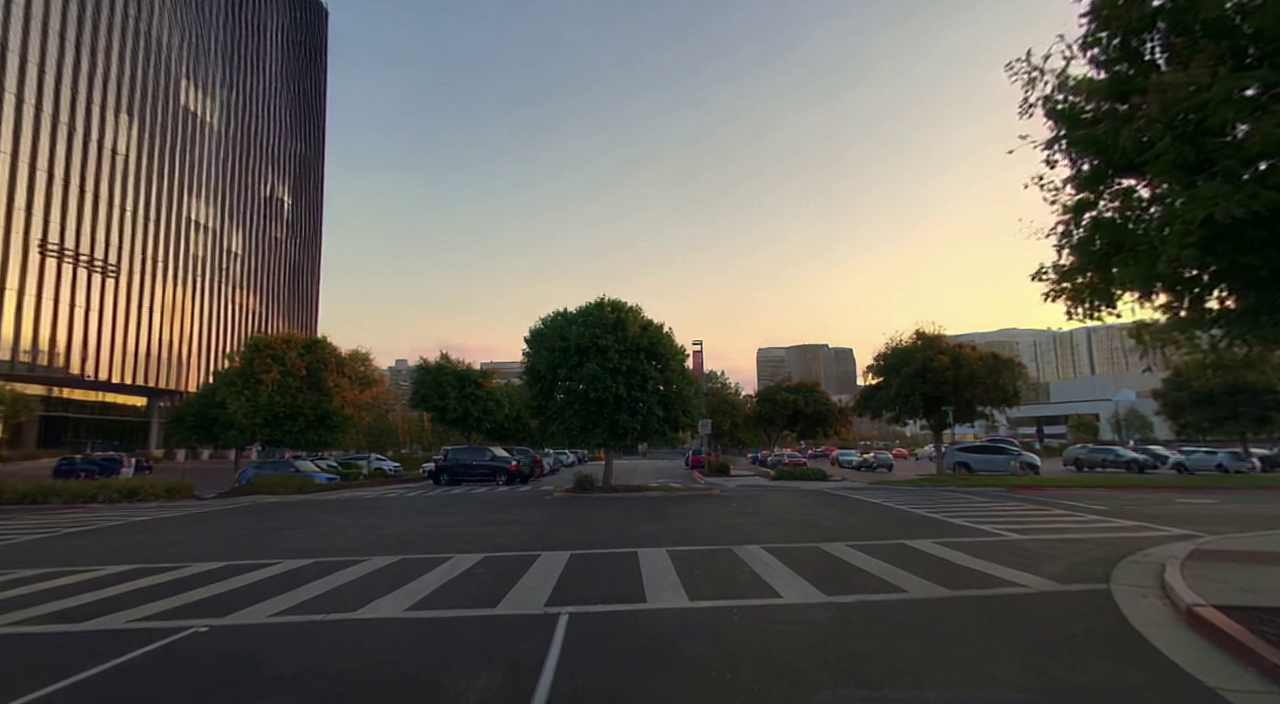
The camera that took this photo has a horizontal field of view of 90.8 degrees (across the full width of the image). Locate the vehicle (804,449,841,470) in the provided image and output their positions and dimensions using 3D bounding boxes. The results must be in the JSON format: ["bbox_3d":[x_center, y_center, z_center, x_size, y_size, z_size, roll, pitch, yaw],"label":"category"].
[{"bbox_3d":[14.159,8.355,49.310,1.935,1.477,3.719,0,-8,3],"label":"vehicle"}]

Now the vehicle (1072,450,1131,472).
[{"bbox_3d":[31.311,7.396,42.977,1.519,1.371,3.278,0,-8,0],"label":"vehicle"}]

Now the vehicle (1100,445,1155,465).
[{"bbox_3d":[37.030,7.820,48.055,1.545,1.398,3.431,0,-9,3],"label":"vehicle"}]

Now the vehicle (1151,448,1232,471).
[{"bbox_3d":[36.999,7.231,42.531,1.678,1.423,4.191,0,-9,1],"label":"vehicle"}]

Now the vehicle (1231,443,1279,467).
[{"bbox_3d":[43.045,6.946,42.746,1.758,1.572,4.421,0,-8,0],"label":"vehicle"}]

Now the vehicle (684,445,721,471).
[{"bbox_3d":[4.588,7.796,46.921,2.262,1.794,5.331,0,-8,1],"label":"vehicle"}]

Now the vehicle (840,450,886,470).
[{"bbox_3d":[17.102,8.273,48.650,1.971,1.478,4.477,0,-8,1],"label":"vehicle"}]

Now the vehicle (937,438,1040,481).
[{"bbox_3d":[16.470,5.079,30.197,2.048,1.852,4.998,0,-8,0],"label":"vehicle"}]

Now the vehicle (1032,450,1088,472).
[{"bbox_3d":[28.333,7.344,42.717,1.495,1.371,3.336,-1,-9,0],"label":"vehicle"}]

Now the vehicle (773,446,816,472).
[{"bbox_3d":[10.531,7.284,43.351,1.936,1.673,4.305,0,-8,1],"label":"vehicle"}]

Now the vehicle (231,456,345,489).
[{"bbox_3d":[-16.658,5.692,30.029,4.331,1.437,1.876,0,-8,3],"label":"vehicle"}]

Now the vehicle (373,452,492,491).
[{"bbox_3d":[-8.703,4.964,26.575,4.442,1.504,1.809,4,-10,-28],"label":"vehicle"}]
